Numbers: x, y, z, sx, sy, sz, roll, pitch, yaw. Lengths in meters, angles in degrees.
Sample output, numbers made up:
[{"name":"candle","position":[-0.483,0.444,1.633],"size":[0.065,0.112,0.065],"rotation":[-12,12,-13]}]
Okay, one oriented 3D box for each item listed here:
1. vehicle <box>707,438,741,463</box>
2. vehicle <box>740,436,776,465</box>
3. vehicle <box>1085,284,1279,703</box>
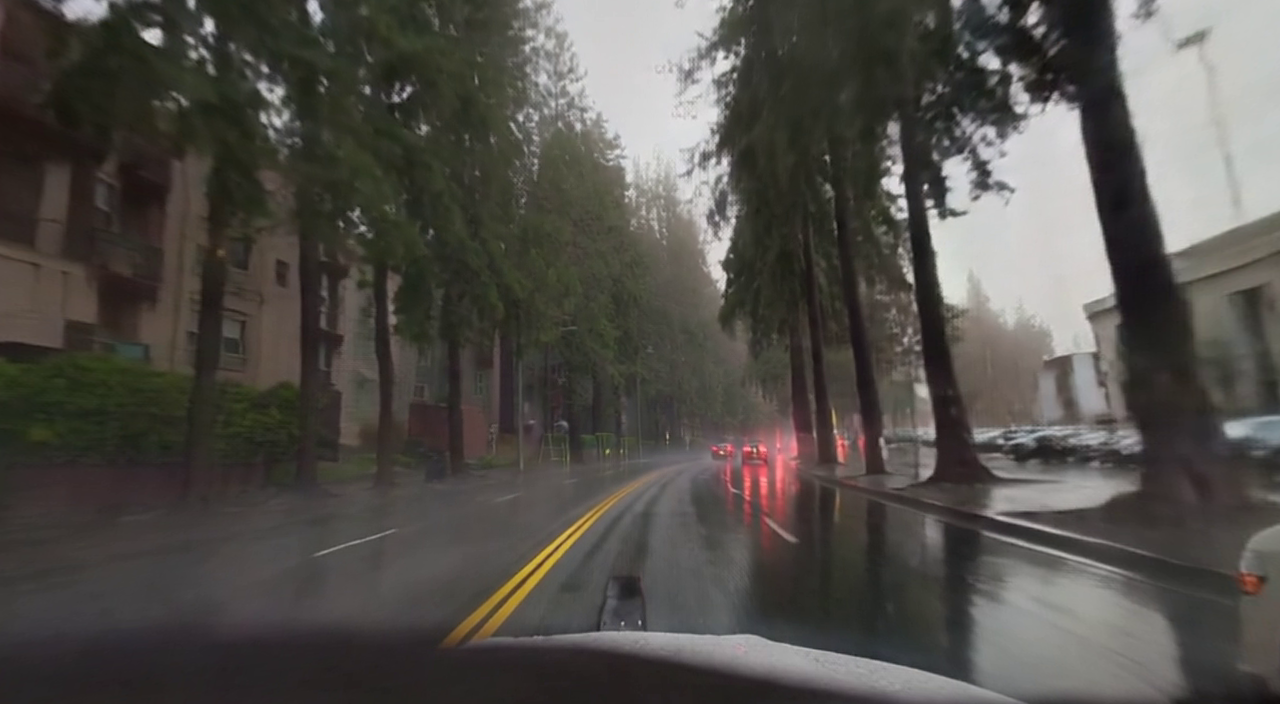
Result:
[{"name":"vehicle","position":[6.600,7.664,49.108],"size":[2.158,1.852,4.485],"rotation":[-2,-9,13]},{"name":"vehicle","position":[7.591,6.322,40.421],"size":[2.069,1.791,4.422],"rotation":[-1,-9,10]},{"name":"vehicle","position":[3.336,0.461,0.552],"size":[2.219,1.881,5.104],"rotation":[0,-8,2]}]
